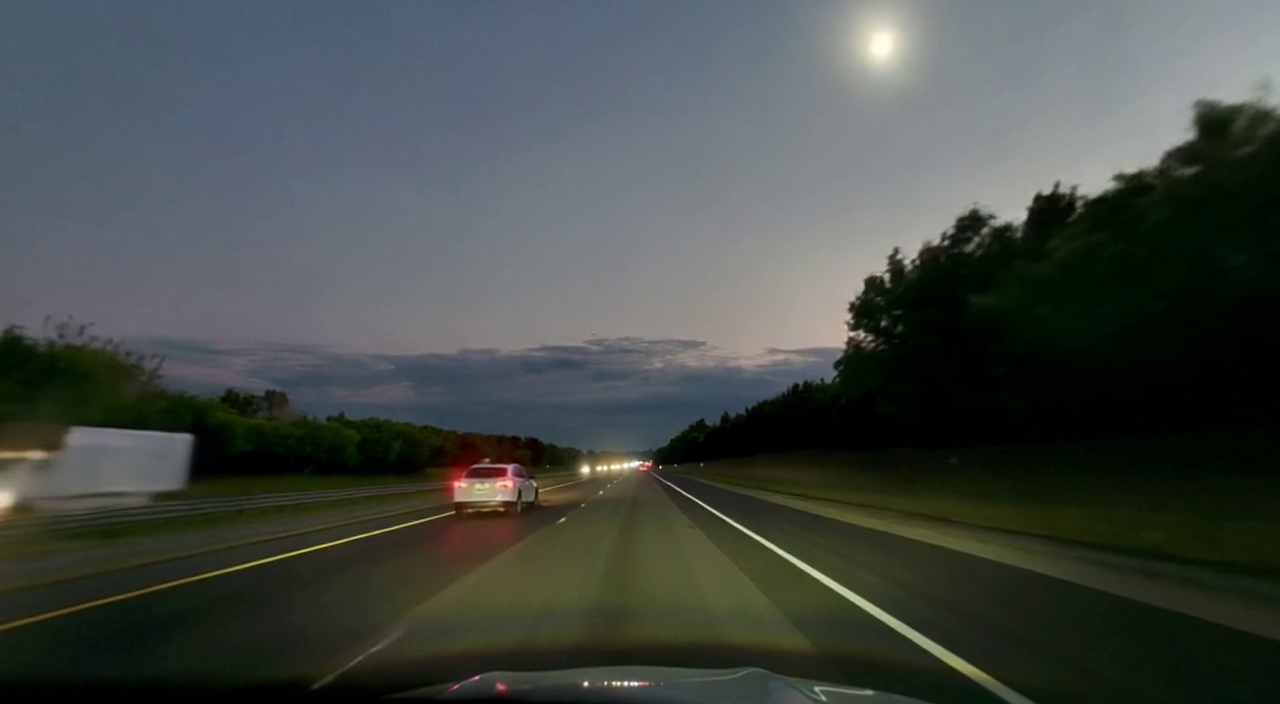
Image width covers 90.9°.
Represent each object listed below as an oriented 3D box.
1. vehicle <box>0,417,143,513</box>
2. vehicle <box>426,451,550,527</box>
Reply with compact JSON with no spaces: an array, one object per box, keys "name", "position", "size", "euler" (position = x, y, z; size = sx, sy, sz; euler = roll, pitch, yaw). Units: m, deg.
[{"name":"vehicle","position":[-17.455,3.083,17.233],"size":[2.279,2.404,6.482],"euler":[1,-10,0]},{"name":"vehicle","position":[-3.492,3.264,15.361],"size":[1.900,1.550,4.146],"euler":[1,-10,1]}]
